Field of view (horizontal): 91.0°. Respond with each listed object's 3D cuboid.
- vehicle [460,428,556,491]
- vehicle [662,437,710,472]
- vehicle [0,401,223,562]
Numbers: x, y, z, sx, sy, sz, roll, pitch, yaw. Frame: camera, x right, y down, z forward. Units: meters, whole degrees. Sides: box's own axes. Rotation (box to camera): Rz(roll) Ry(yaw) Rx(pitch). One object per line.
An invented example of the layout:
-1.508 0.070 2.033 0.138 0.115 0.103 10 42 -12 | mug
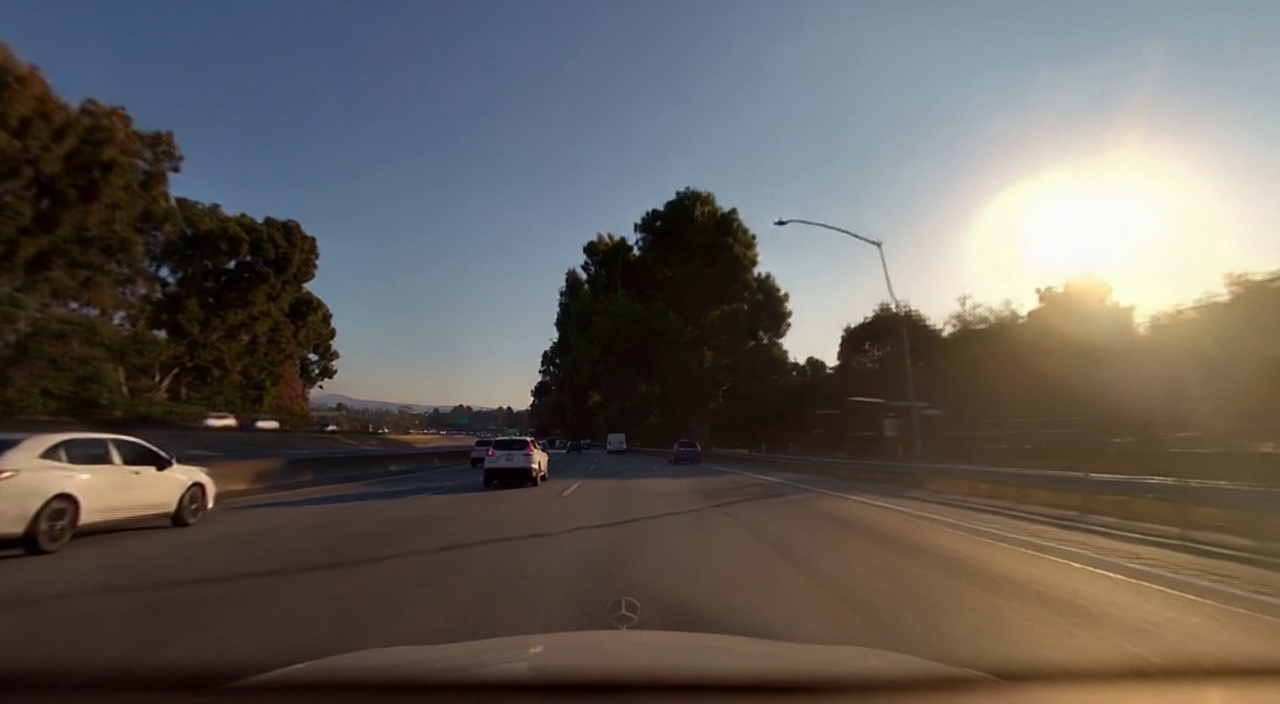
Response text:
-3.847 3.212 19.127 2.002 1.680 4.301 0 -9 0 | vehicle
2.362 5.407 33.320 2.053 1.698 4.097 1 -9 -3 | vehicle
-7.987 1.574 7.977 2.237 1.703 4.681 0 -9 -1 | vehicle
